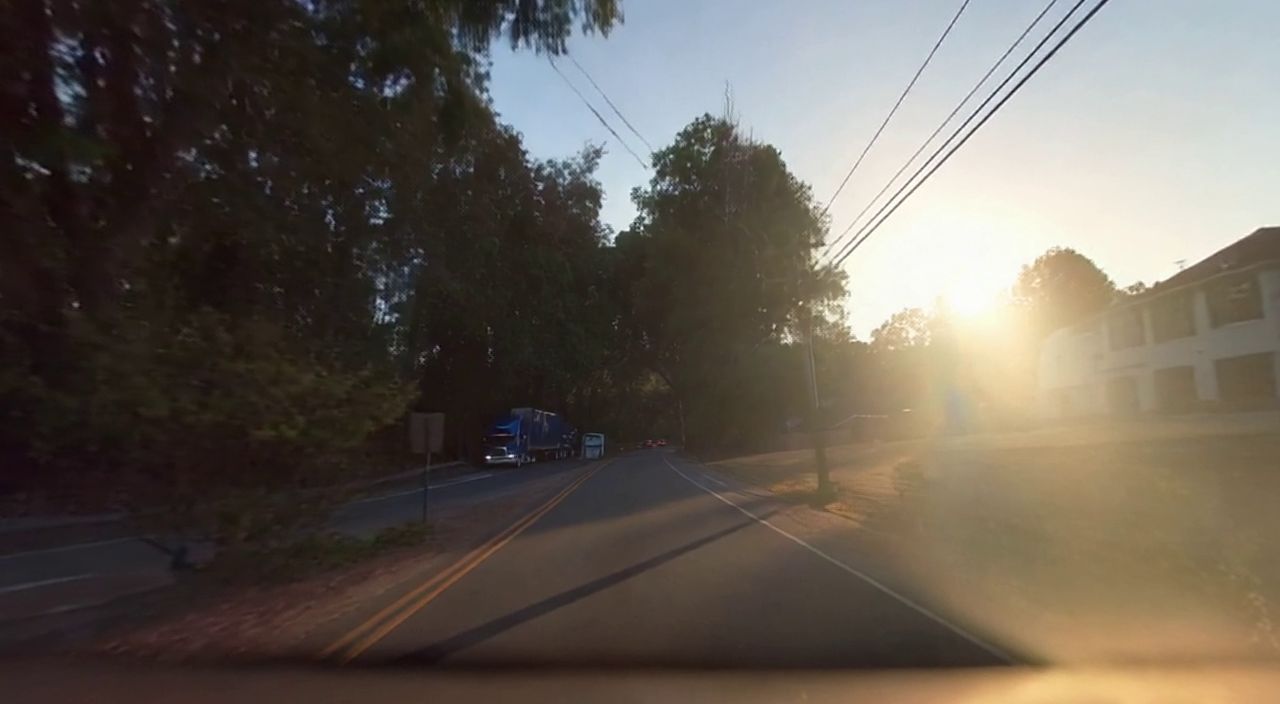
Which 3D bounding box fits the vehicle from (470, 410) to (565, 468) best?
[{"bbox_3d":[-9.132,6.875,48.580,5.596,3.130,8.972,-3,-14,-1],"label":"vehicle"}]
